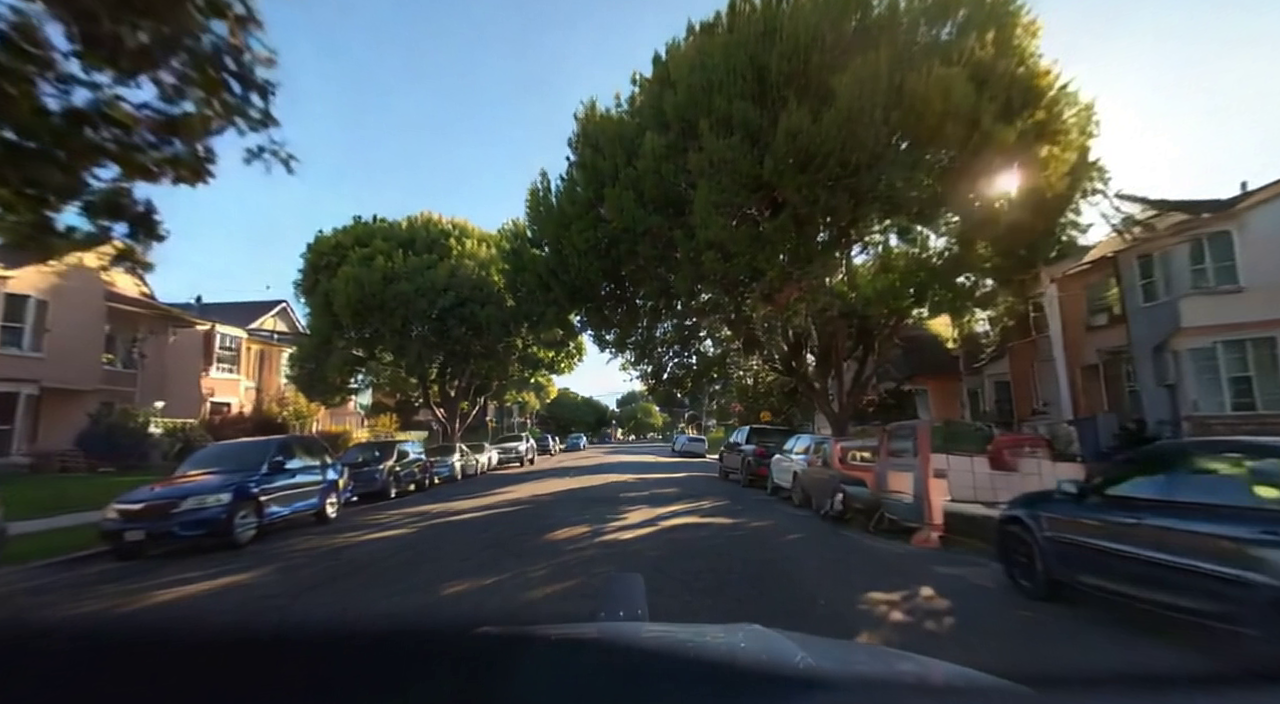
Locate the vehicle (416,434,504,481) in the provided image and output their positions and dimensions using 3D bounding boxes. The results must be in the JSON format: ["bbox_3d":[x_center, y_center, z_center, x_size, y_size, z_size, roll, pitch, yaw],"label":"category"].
[{"bbox_3d":[-7.536,4.473,27.137,2.042,1.785,5.876,0,-8,0],"label":"vehicle"}]

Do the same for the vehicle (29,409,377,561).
[{"bbox_3d":[-7.204,2.243,11.668,2.195,2.023,6.055,0,-8,-1],"label":"vehicle"}]

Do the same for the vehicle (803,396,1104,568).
[{"bbox_3d":[3.993,1.732,9.181,1.818,1.825,4.629,0,-8,-2],"label":"vehicle"}]

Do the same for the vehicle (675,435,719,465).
[{"bbox_3d":[3.467,6.063,39.226,2.101,1.771,4.747,0,-8,-2],"label":"vehicle"}]

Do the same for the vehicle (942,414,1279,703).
[{"bbox_3d":[4.158,1.208,4.193,1.877,1.486,4.713,0,-8,-1],"label":"vehicle"}]
